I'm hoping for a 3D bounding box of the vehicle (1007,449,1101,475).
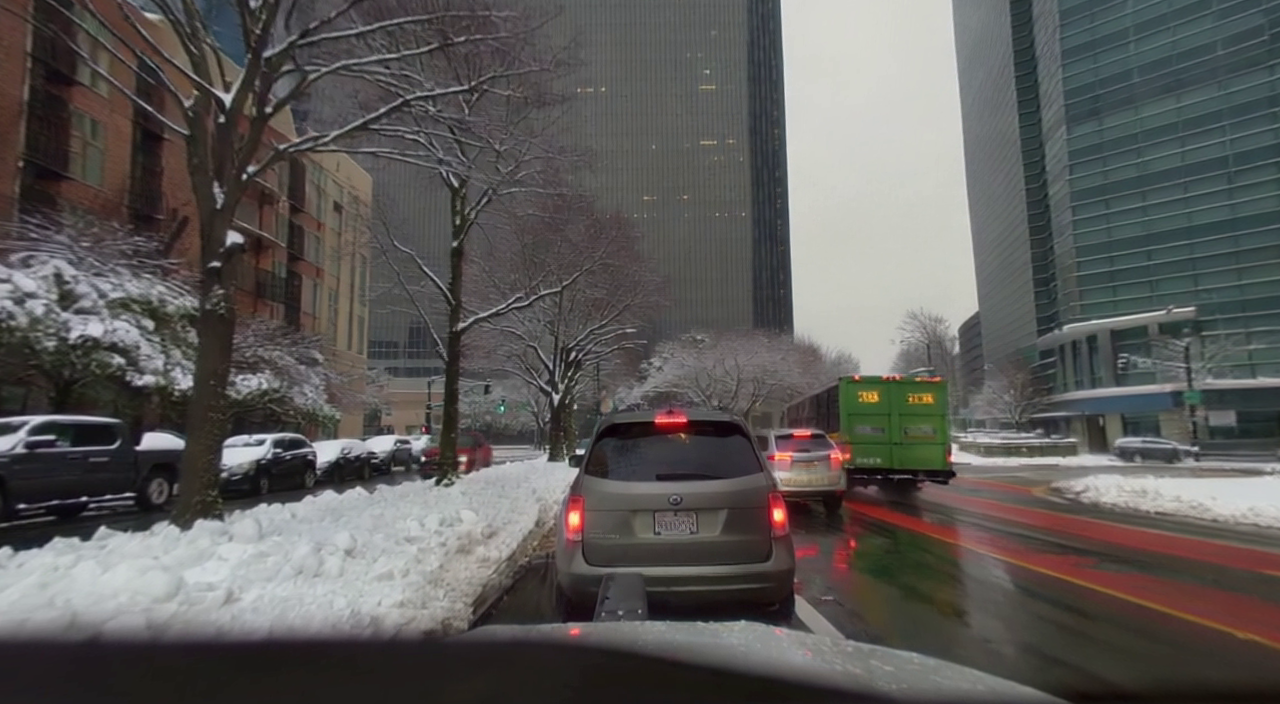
[{"bbox_3d":[28.083,7.434,42.956,5.153,1.626,1.895,-6,-10,34],"label":"vehicle"}]

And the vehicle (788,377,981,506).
[{"bbox_3d":[6.876,2.735,19.351,3.113,3.116,7.650,0,-8,3],"label":"vehicle"}]

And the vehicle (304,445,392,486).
[{"bbox_3d":[-11.566,4.492,25.390,1.791,1.463,4.210,0,-9,-4],"label":"vehicle"}]

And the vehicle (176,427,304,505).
[{"bbox_3d":[-11.196,3.183,17.998,1.559,1.973,3.419,1,-9,-5],"label":"vehicle"}]

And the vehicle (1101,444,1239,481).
[{"bbox_3d":[30.837,6.449,37.101,5.890,1.996,2.155,-6,-10,34],"label":"vehicle"}]

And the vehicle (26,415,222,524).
[{"bbox_3d":[-10.843,2.460,13.615,1.482,2.019,3.297,0,-9,-4],"label":"vehicle"}]

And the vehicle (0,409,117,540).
[{"bbox_3d":[-10.478,1.925,10.004,1.543,1.946,3.454,1,-9,-6],"label":"vehicle"}]

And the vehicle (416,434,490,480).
[{"bbox_3d":[-7.934,4.503,27.369,2.198,1.779,4.926,1,-8,-6],"label":"vehicle"}]

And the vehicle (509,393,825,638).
[{"bbox_3d":[0.214,1.448,6.555,2.192,1.695,4.142,0,-8,1],"label":"vehicle"}]

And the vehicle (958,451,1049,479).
[{"bbox_3d":[23.897,7.408,41.567,4.956,1.706,1.822,-6,-10,33],"label":"vehicle"}]
